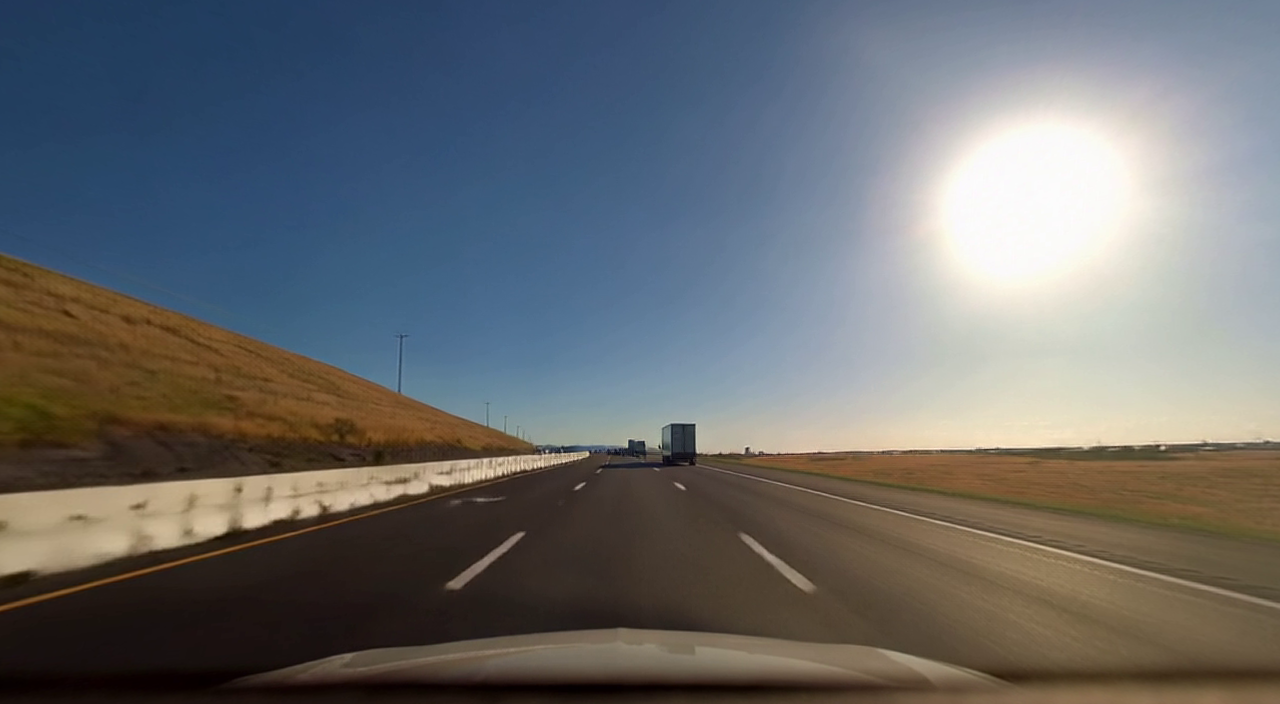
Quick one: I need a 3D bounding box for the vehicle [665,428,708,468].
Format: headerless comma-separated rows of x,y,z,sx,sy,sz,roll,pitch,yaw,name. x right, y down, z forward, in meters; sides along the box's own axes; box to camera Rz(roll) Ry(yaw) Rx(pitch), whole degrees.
3.253,6.881,44.889,2.527,2.682,4.082,0,-9,-4,vehicle
